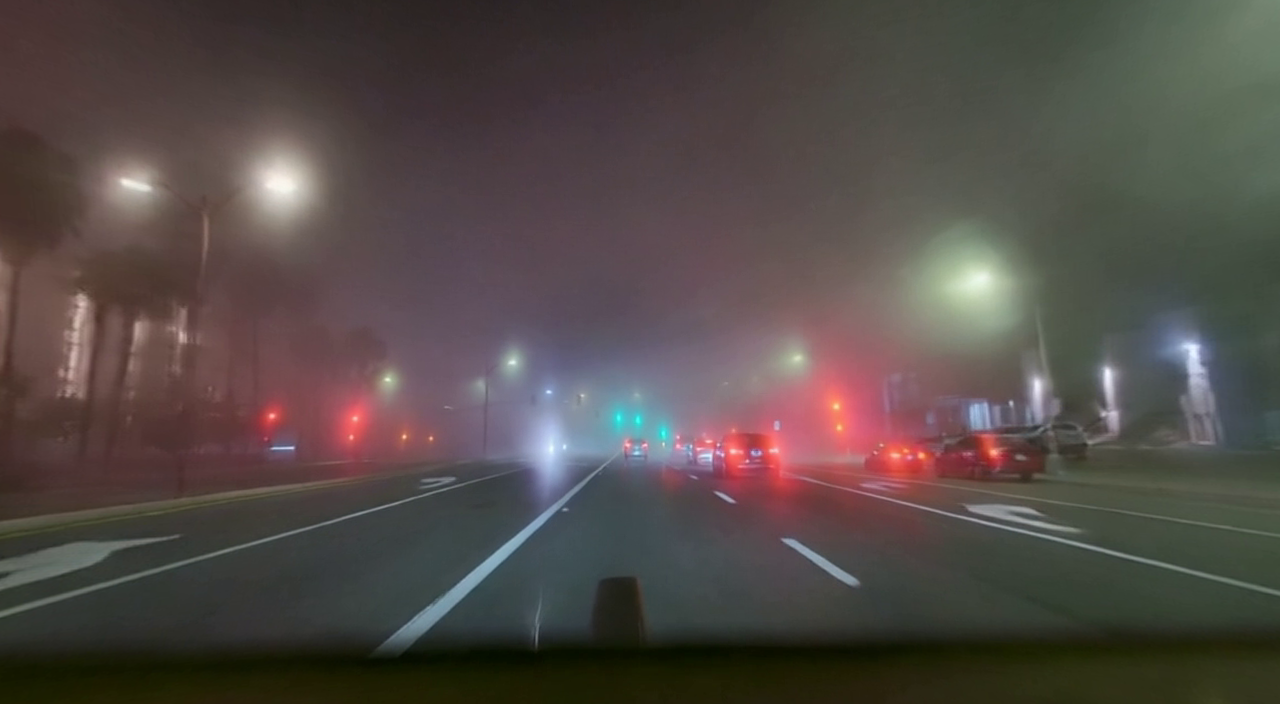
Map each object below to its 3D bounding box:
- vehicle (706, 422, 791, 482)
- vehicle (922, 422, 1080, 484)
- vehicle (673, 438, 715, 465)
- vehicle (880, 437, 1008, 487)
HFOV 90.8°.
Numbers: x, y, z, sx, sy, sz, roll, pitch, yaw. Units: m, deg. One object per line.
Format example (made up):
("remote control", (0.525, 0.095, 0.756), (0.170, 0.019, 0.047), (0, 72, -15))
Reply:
("vehicle", (3.757, 3.584, 22.838), (2.104, 1.910, 4.693), (0, -9, -2))
("vehicle", (12.719, 3.625, 22.850), (2.157, 1.937, 5.386), (0, -9, -5))
("vehicle", (3.203, 6.000, 38.251), (2.010, 1.509, 4.377), (0, -9, -2))
("vehicle", (9.840, 3.586, 20.925), (1.871, 1.465, 4.395), (0, -9, -3))
